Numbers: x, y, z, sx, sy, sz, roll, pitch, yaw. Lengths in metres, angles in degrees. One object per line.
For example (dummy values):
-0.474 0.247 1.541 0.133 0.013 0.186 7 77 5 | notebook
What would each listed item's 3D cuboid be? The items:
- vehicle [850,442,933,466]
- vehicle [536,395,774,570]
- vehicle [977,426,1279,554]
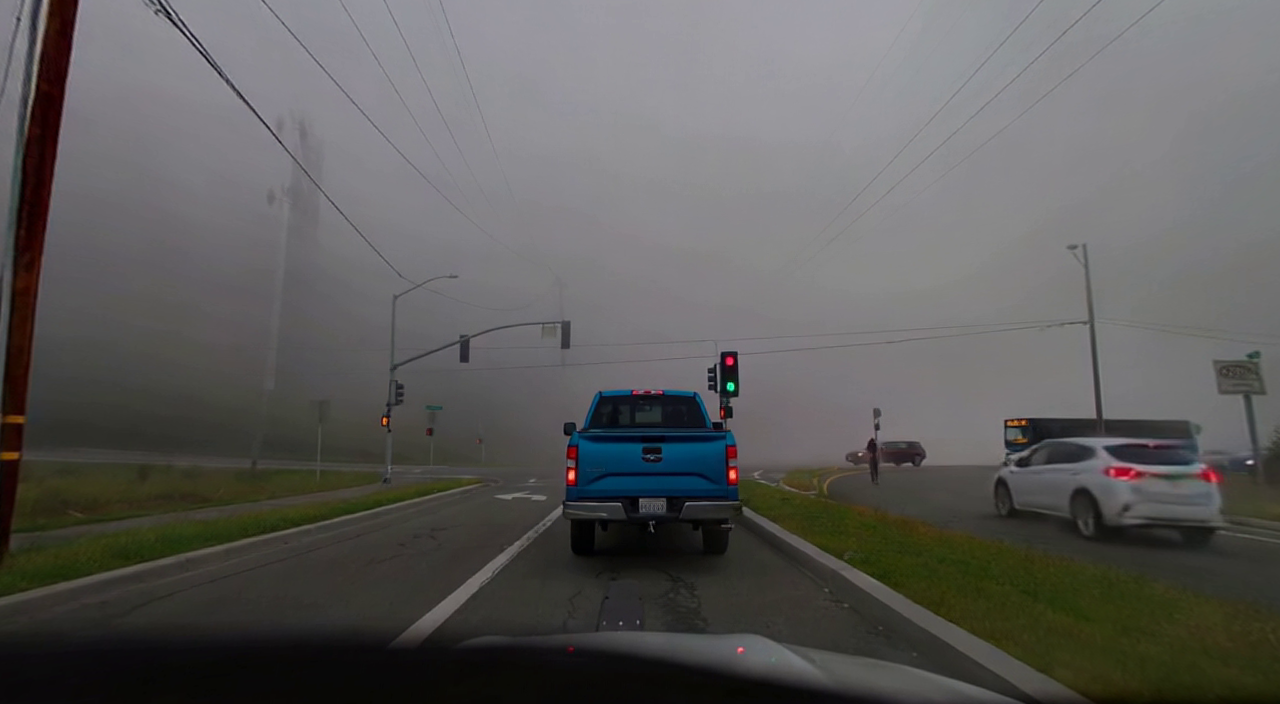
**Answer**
16.333 6.638 41.221 4.578 1.490 1.935 -1 -8 3 | vehicle
0.123 1.889 10.051 2.707 1.964 5.485 0 -8 -1 | vehicle
7.286 1.987 9.859 2.060 1.496 4.520 -2 -8 8 | vehicle
